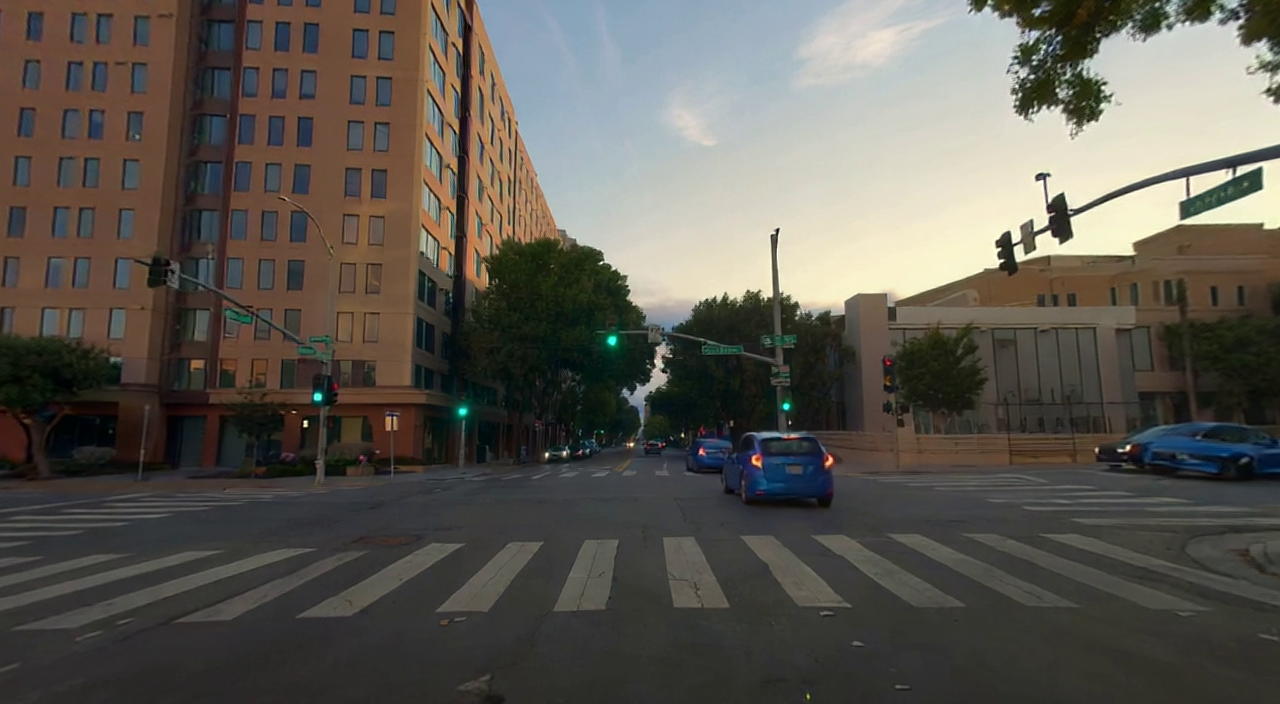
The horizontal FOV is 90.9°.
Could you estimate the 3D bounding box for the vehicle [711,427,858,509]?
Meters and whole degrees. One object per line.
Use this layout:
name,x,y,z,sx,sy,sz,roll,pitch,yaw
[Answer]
vehicle,2.882,2.436,13.699,2.039,1.470,4.355,0,-8,-2

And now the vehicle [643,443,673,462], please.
vehicle,1.352,7.828,49.278,2.040,1.421,4.550,0,-8,-3

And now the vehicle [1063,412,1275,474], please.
vehicle,16.912,2.939,20.402,4.802,1.860,2.146,0,-8,1
